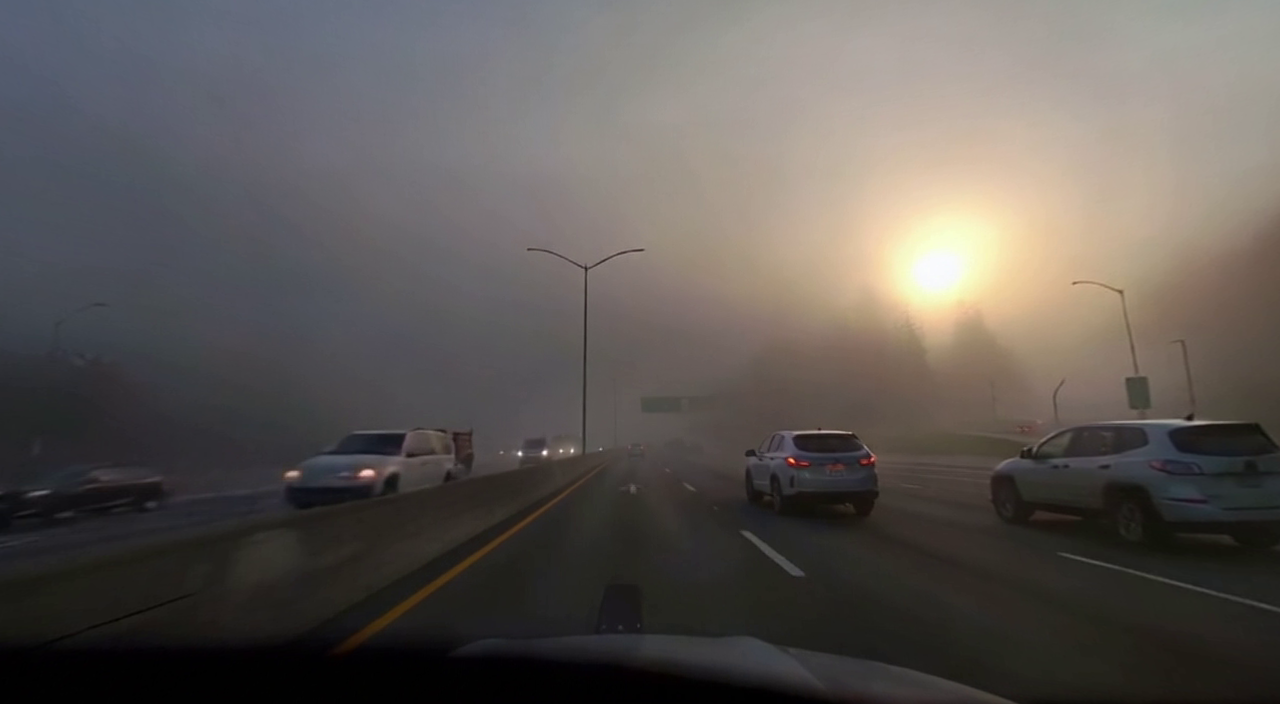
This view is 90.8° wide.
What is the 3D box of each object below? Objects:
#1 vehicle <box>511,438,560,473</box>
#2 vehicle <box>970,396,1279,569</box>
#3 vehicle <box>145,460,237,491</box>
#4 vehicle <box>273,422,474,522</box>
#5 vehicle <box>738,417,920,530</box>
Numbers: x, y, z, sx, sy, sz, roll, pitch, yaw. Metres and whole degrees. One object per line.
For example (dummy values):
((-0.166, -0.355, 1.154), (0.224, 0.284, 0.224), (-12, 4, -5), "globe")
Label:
((-5.855, 5.839, 35.895), (2.048, 1.838, 4.587), (0, -9, -1), "vehicle")
((7.187, 1.731, 9.160), (2.040, 1.801, 4.959), (0, -9, -1), "vehicle")
((-26.049, 7.167, 36.881), (1.994, 1.554, 4.595), (0, -9, -1), "vehicle")
((-5.900, 2.738, 15.036), (2.405, 1.932, 5.424), (0, -9, 0), "vehicle")
((3.238, 2.187, 11.895), (2.059, 1.711, 4.302), (0, -9, 0), "vehicle")
